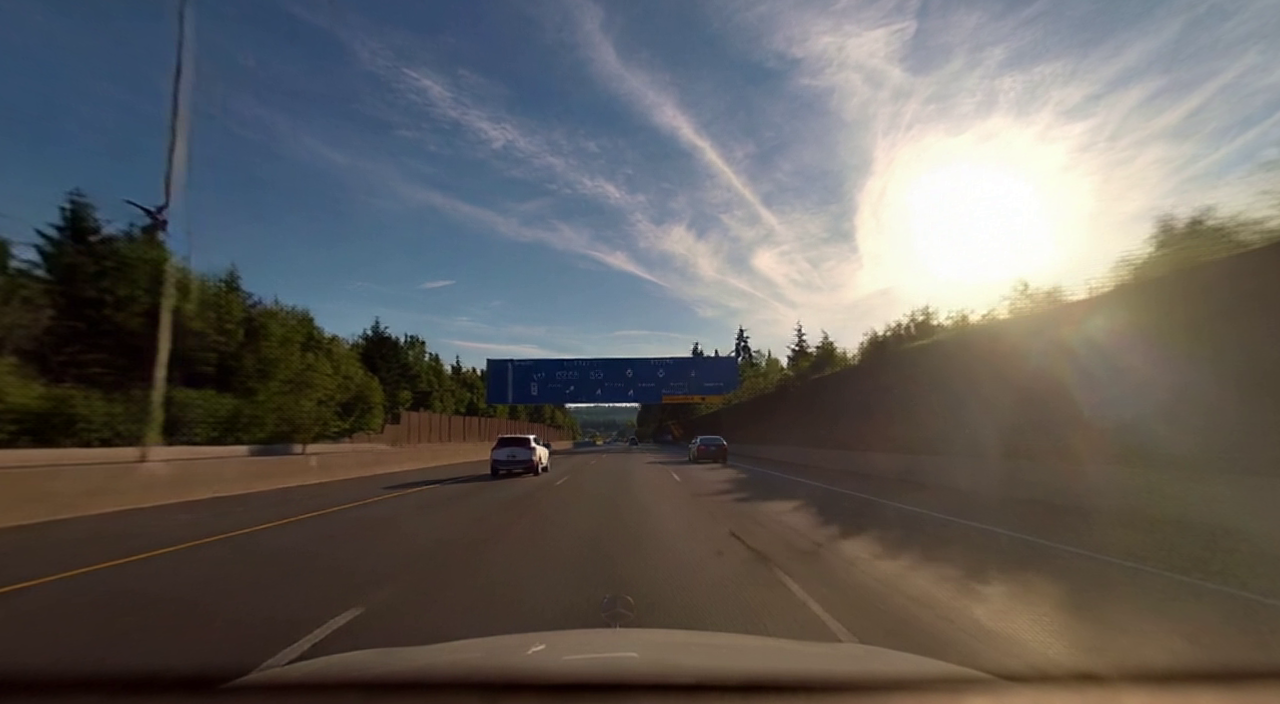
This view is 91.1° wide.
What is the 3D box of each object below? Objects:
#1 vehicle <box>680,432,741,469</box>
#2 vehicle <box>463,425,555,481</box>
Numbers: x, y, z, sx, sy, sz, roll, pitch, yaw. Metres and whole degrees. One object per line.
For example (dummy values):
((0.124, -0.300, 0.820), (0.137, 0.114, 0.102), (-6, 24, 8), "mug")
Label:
((3.090, 4.402, 28.501), (2.077, 1.523, 4.539), (0, -8, -2), "vehicle")
((-4.241, 3.337, 21.128), (2.219, 1.660, 4.153), (0, -8, 0), "vehicle")
